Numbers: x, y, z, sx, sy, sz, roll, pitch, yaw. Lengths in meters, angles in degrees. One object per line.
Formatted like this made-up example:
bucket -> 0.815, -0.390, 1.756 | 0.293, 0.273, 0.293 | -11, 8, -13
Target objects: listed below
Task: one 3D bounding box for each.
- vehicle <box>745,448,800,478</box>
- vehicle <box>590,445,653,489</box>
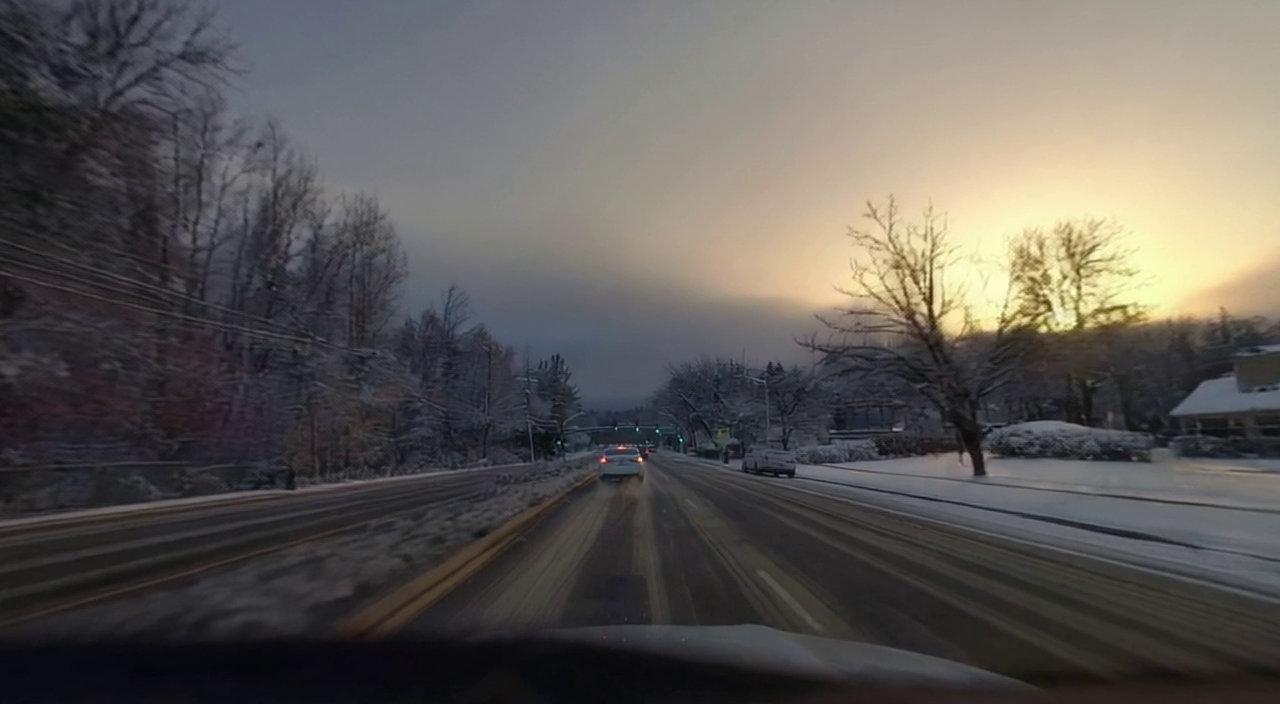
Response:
vehicle -> 7.401, 6.219, 35.628 | 2.164, 1.511, 4.571 | 0, -8, 1
vehicle -> -0.595, 4.177, 23.288 | 2.099, 1.470, 4.302 | 0, -8, 0
